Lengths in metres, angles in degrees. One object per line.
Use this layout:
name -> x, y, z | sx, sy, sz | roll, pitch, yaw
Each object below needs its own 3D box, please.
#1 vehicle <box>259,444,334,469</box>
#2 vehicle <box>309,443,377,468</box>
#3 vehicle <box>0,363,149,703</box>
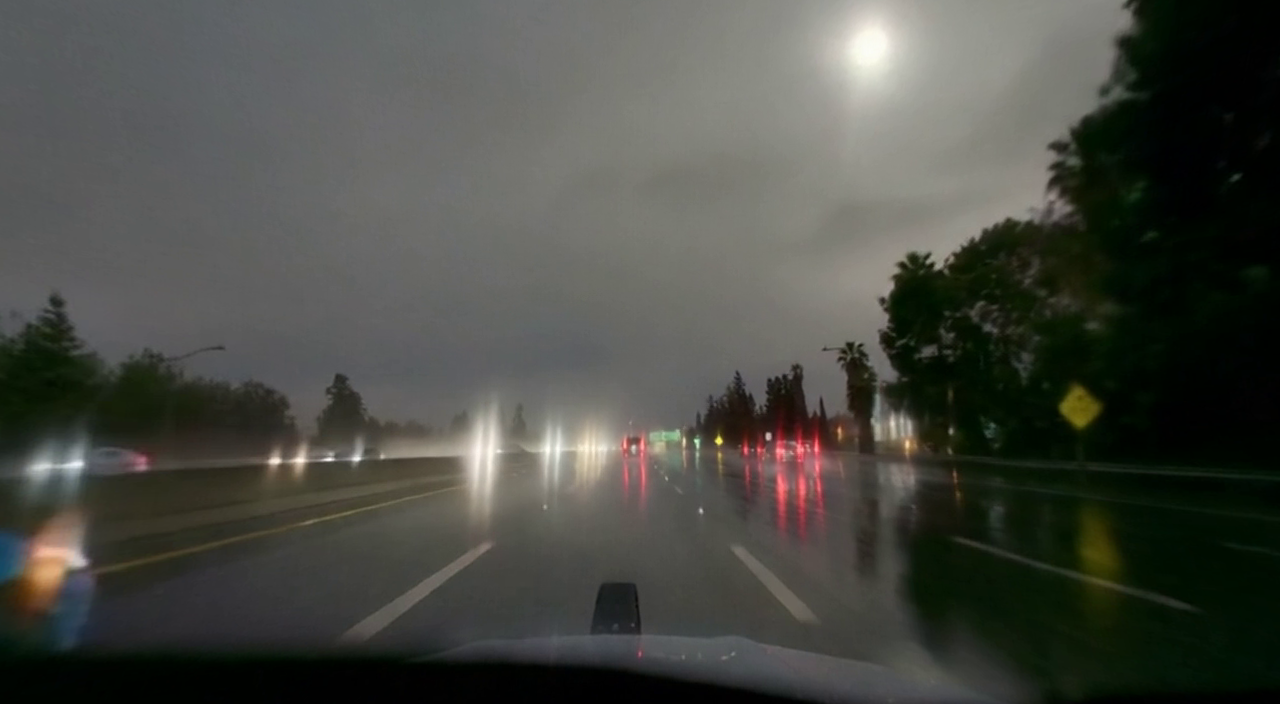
vehicle -> -22.202, 6.769, 41.112 | 1.940, 1.464, 5.027 | 0, -8, 2
vehicle -> -19.039, 6.650, 40.749 | 2.122, 1.510, 4.488 | 0, -8, 2
vehicle -> -3.648, 0.630, 1.040 | 1.996, 1.617, 4.637 | 0, -8, -1
